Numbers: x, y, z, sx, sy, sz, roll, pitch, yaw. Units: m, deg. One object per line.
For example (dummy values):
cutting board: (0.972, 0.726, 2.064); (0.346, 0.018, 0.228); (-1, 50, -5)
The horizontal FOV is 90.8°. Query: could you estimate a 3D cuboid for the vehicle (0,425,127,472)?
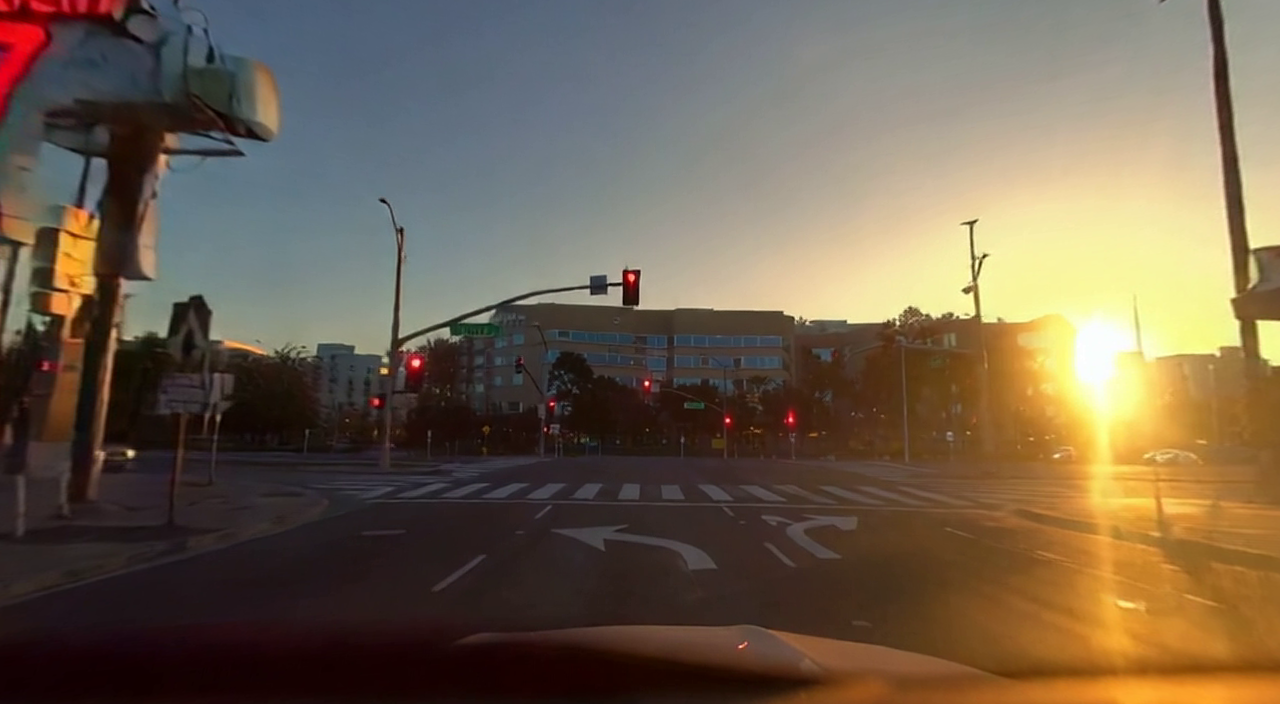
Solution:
vehicle: (-22.225, 3.595, 23.538); (4.350, 1.624, 2.023); (0, -9, -2)
